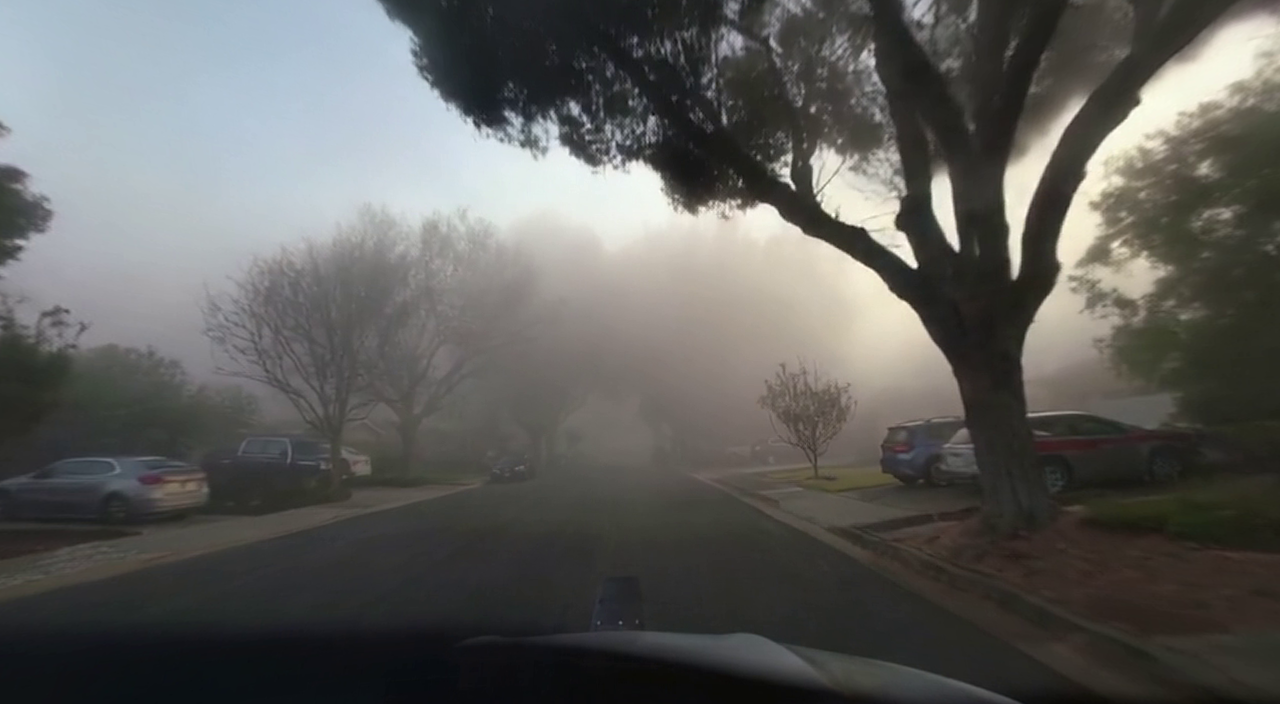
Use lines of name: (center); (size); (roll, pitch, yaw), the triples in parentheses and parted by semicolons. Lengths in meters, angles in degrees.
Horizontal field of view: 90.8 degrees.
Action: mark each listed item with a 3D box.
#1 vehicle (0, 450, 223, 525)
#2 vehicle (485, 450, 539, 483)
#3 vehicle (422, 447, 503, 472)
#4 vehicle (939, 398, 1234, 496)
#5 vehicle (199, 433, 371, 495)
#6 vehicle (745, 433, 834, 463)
vehicle: (-12.032, 2.896, 13.773); (4.476, 1.476, 1.877); (0, -9, -2)
vehicle: (-6.275, 5.636, 31.336); (1.878, 1.496, 3.535); (0, -8, 1)
vehicle: (-12.134, 7.363, 43.311); (4.972, 1.623, 1.884); (0, -9, 0)
vehicle: (8.556, 1.864, 12.442); (4.334, 1.750, 1.900); (0, -8, -1)
vehicle: (-12.353, 3.920, 22.278); (4.753, 2.028, 2.079); (0, -9, 0)
vehicle: (8.485, 5.500, 36.150); (4.599, 1.652, 1.903); (0, -8, -3)
